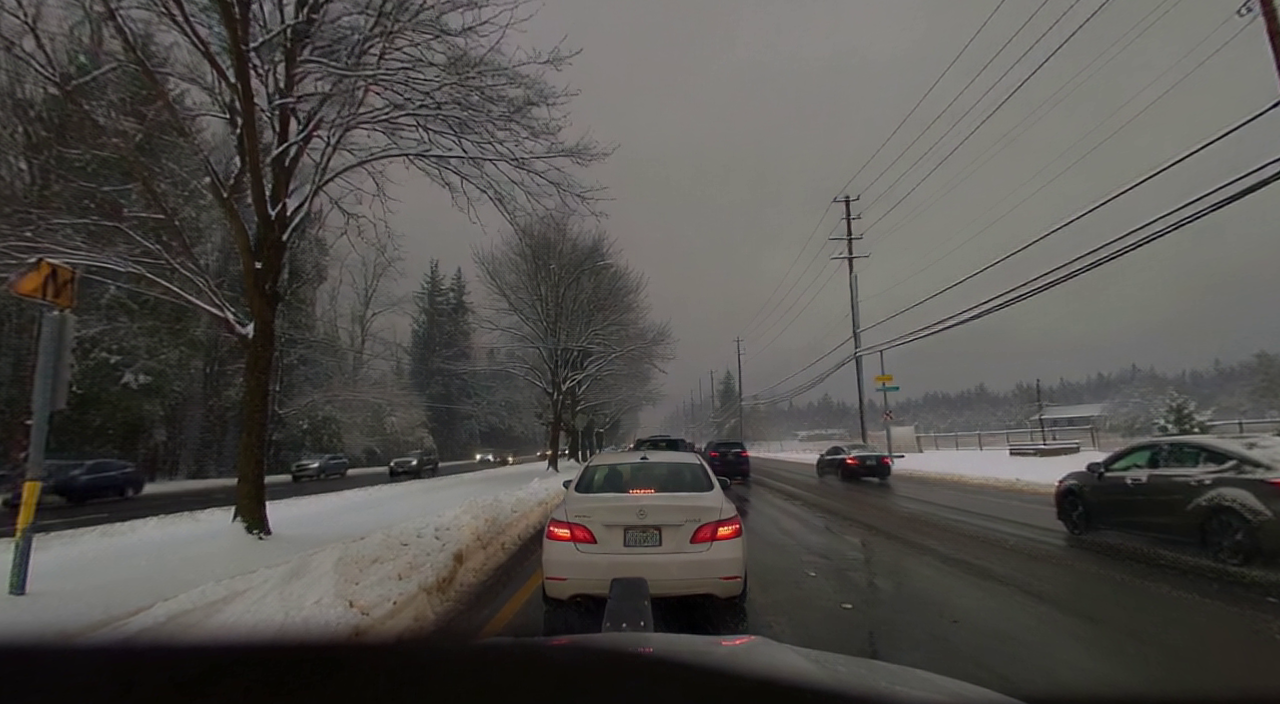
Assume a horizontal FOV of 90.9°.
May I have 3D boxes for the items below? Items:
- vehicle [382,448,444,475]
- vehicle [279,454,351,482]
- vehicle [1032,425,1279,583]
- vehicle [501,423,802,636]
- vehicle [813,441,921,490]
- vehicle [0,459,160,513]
[{"bbox_3d":[-15.007,7.240,42.014,2.291,1.682,4.835,0,-8,0],"label":"vehicle"},{"bbox_3d":[-19.164,6.851,37.424,1.853,1.489,4.449,0,-8,0],"label":"vehicle"},{"bbox_3d":[6.997,1.662,7.482,1.850,1.480,4.474,0,-8,1],"label":"vehicle"},{"bbox_3d":[0.069,1.542,6.475,2.108,1.479,3.935,0,-8,0],"label":"vehicle"},{"bbox_3d":[7.371,3.704,21.029,1.899,1.458,4.499,0,-8,0],"label":"vehicle"},{"bbox_3d":[-18.970,4.401,21.171,1.884,1.466,4.821,0,-8,0],"label":"vehicle"}]
